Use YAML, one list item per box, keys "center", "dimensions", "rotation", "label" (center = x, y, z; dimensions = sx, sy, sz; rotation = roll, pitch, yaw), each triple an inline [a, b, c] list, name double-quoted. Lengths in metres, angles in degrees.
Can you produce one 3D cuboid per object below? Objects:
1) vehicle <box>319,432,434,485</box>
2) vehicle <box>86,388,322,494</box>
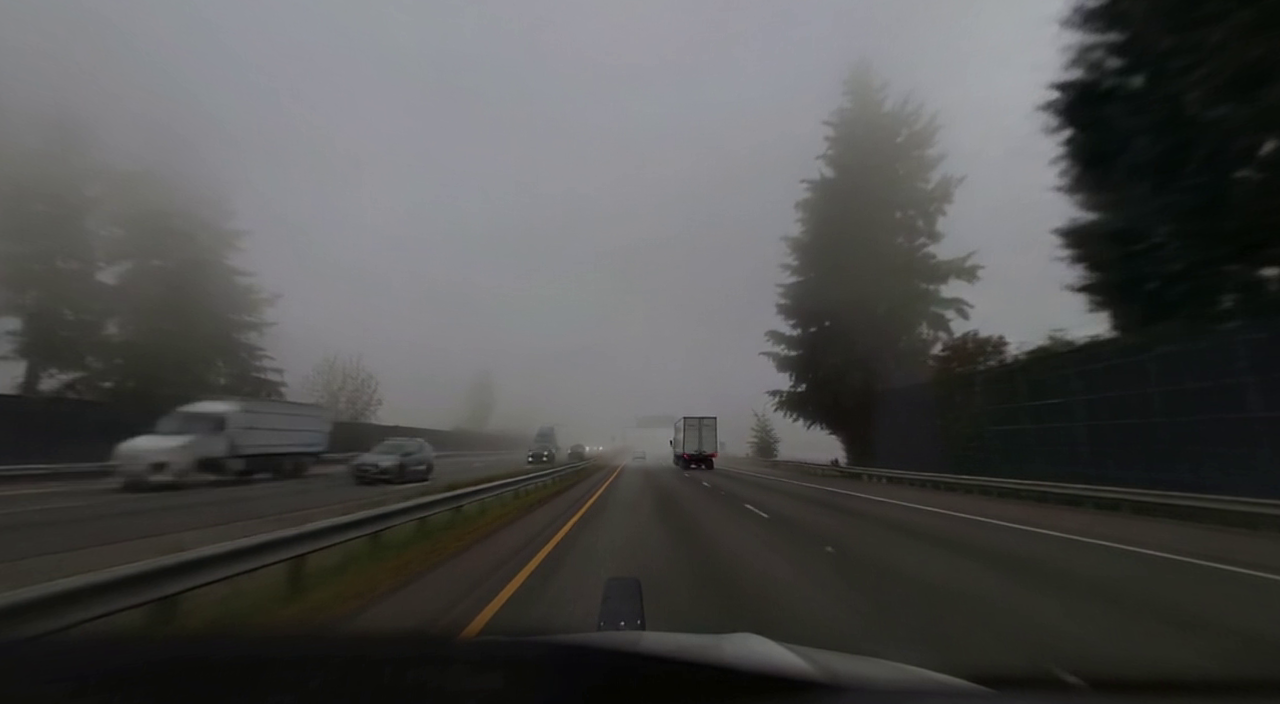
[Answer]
- center: [-8.206, 3.361, 20.082]
  dimensions: [1.864, 1.492, 4.032]
  rotation: [0, -9, 1]
  label: "vehicle"
- center: [-12.388, 2.668, 18.781]
  dimensions: [2.397, 2.585, 6.311]
  rotation: [0, -9, 1]
  label: "vehicle"
